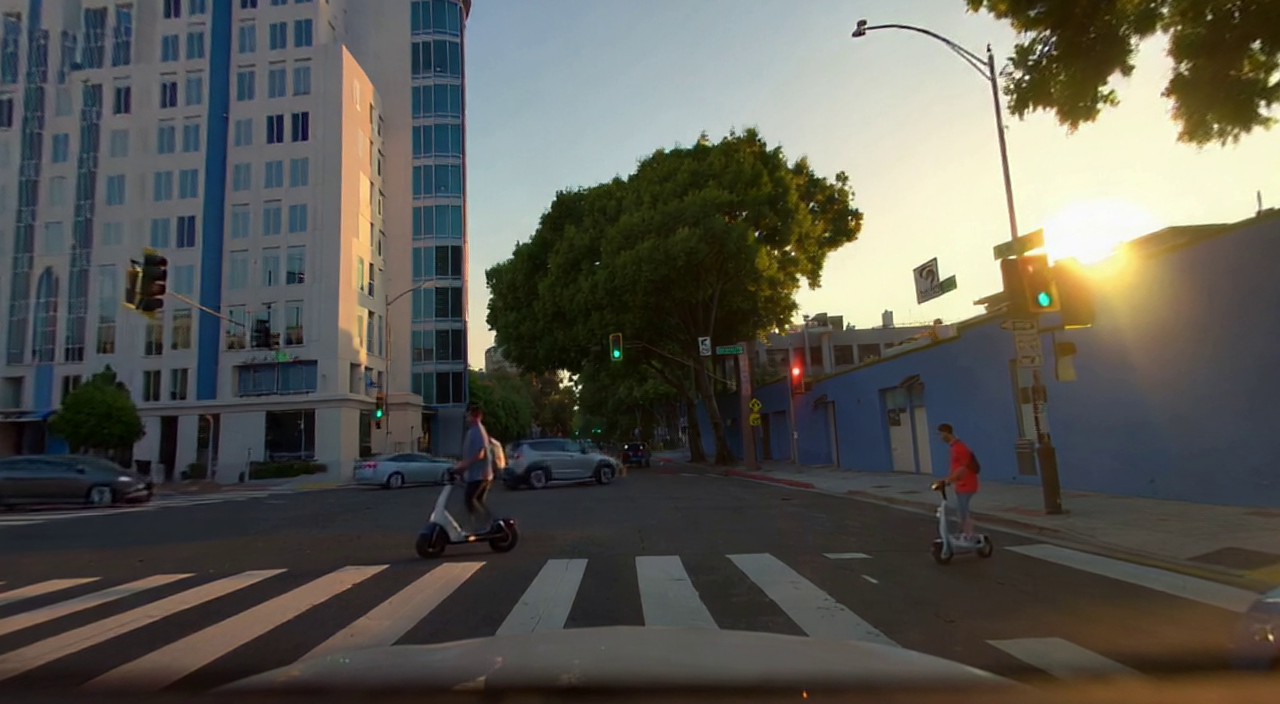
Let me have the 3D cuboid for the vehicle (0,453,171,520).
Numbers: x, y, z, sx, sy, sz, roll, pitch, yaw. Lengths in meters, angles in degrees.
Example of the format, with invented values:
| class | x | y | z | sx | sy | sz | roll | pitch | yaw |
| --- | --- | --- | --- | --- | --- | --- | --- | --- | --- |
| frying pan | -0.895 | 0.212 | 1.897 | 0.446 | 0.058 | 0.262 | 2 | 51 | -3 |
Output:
| class | x | y | z | sx | sy | sz | roll | pitch | yaw |
| --- | --- | --- | --- | --- | --- | --- | --- | --- | --- |
| vehicle | -14.998 | 3.344 | 15.932 | 4.576 | 1.496 | 2.042 | 0 | -8 | -4 |

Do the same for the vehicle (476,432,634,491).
| class | x | y | z | sx | sy | sz | roll | pitch | yaw |
| --- | --- | --- | --- | --- | --- | --- | --- | --- | --- |
| vehicle | -2.723 | 3.569 | 20.990 | 4.802 | 1.724 | 2.122 | 7 | -11 | -41 |

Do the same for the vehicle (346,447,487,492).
| class | x | y | z | sx | sy | sz | roll | pitch | yaw |
| --- | --- | --- | --- | --- | --- | --- | --- | --- | --- |
| vehicle | -8.164 | 4.242 | 23.179 | 4.485 | 1.463 | 2.075 | 5 | -10 | -31 |
